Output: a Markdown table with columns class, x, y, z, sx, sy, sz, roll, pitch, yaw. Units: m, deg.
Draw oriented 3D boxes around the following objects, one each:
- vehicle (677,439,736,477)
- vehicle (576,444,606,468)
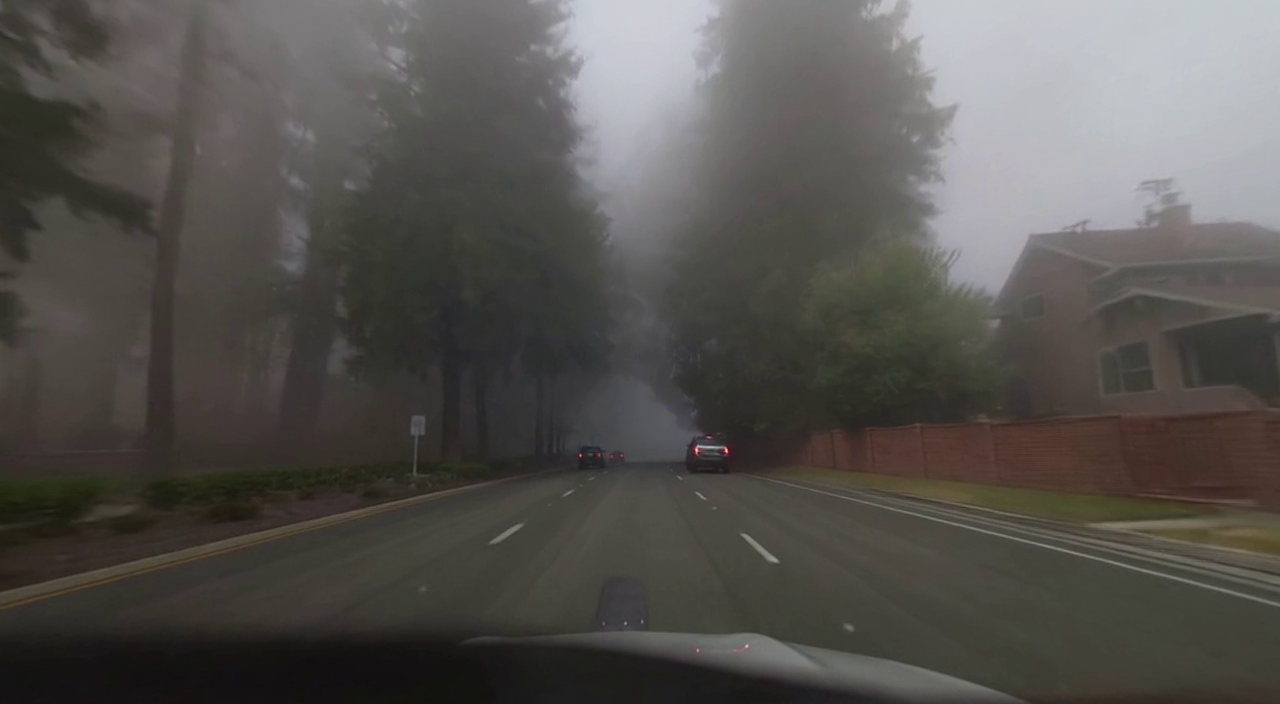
| class | x | y | z | sx | sy | sz | roll | pitch | yaw |
| --- | --- | --- | --- | --- | --- | --- | --- | --- | --- |
| vehicle | 3.105 | 5.091 | 30.559 | 2.321 | 1.695 | 5.037 | 0 | -8 | 0 |
| vehicle | -3.809 | 8.072 | 49.299 | 2.002 | 1.747 | 4.728 | 0 | -8 | 0 |
